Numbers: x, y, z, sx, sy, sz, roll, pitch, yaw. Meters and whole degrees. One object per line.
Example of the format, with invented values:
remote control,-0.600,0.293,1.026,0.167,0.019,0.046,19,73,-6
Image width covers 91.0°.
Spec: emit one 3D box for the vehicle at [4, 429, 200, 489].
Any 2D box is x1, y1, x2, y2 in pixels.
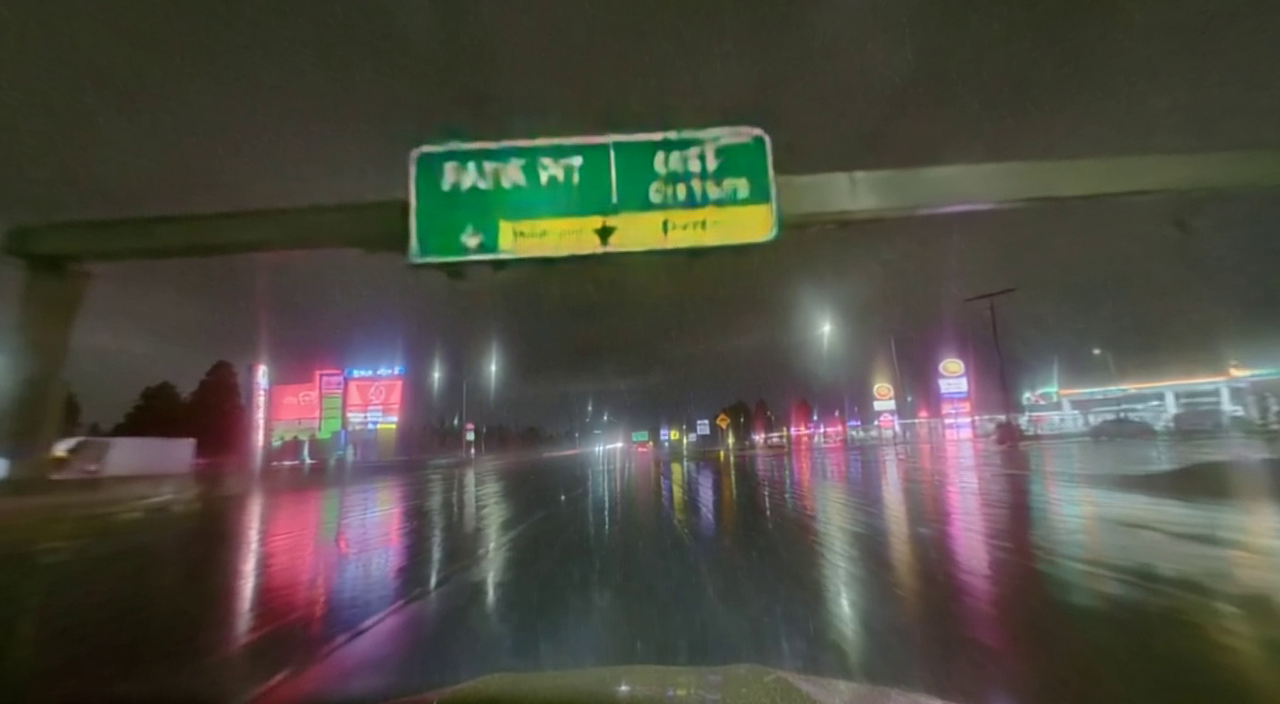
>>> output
vehicle,-31.597,6.356,37.880,2.984,3.100,9.755,0,-9,1
